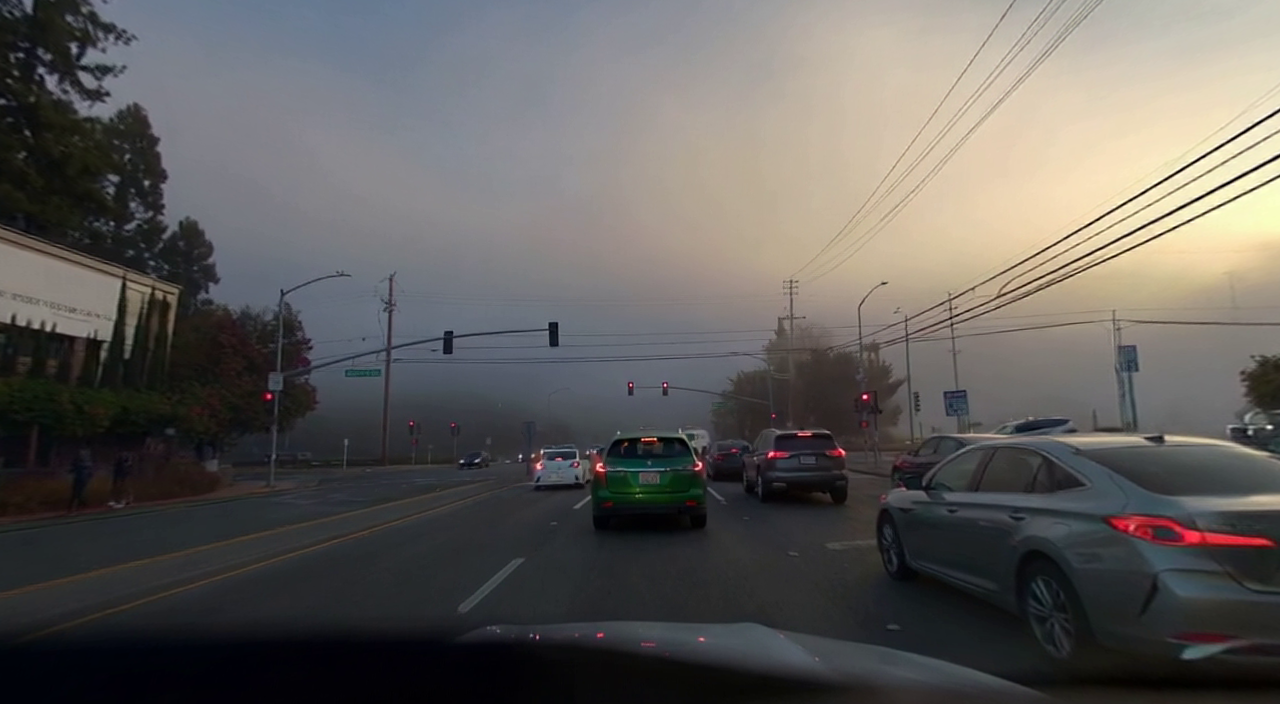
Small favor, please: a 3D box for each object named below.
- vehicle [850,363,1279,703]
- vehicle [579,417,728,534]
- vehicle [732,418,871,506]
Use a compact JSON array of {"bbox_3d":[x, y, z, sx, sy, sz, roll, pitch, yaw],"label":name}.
[{"bbox_3d":[3.324,1.165,4.801,1.998,1.620,4.267,0,-9,1],"label":"vehicle"},{"bbox_3d":[0.189,2.084,11.177,2.149,1.668,3.962,0,-9,0],"label":"vehicle"},{"bbox_3d":[3.699,2.633,15.506,2.060,1.789,4.712,0,-9,-1],"label":"vehicle"}]
